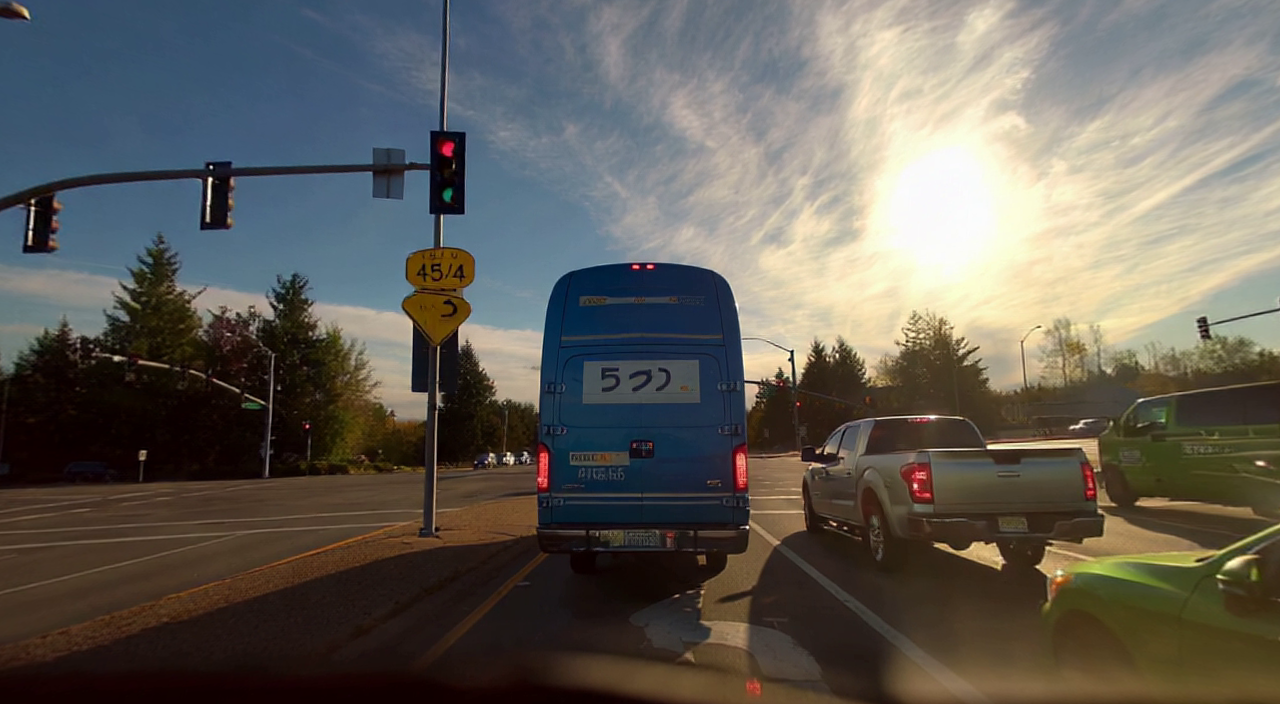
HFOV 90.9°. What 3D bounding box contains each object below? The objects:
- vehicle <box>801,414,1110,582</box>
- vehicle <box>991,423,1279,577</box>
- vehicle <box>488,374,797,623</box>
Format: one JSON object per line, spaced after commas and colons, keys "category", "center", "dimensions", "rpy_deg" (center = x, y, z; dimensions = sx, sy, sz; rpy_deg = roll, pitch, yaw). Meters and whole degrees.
{"category": "vehicle", "center": [3.585, 1.718, 8.195], "dimensions": [1.981, 1.616, 4.006], "rpy_deg": [0, -8, 1]}
{"category": "vehicle", "center": [6.835, 1.746, 8.280], "dimensions": [1.973, 1.470, 4.228], "rpy_deg": [0, -8, 0]}
{"category": "vehicle", "center": [0.049, 1.469, 7.330], "dimensions": [2.326, 1.880, 4.964], "rpy_deg": [0, -8, 1]}
